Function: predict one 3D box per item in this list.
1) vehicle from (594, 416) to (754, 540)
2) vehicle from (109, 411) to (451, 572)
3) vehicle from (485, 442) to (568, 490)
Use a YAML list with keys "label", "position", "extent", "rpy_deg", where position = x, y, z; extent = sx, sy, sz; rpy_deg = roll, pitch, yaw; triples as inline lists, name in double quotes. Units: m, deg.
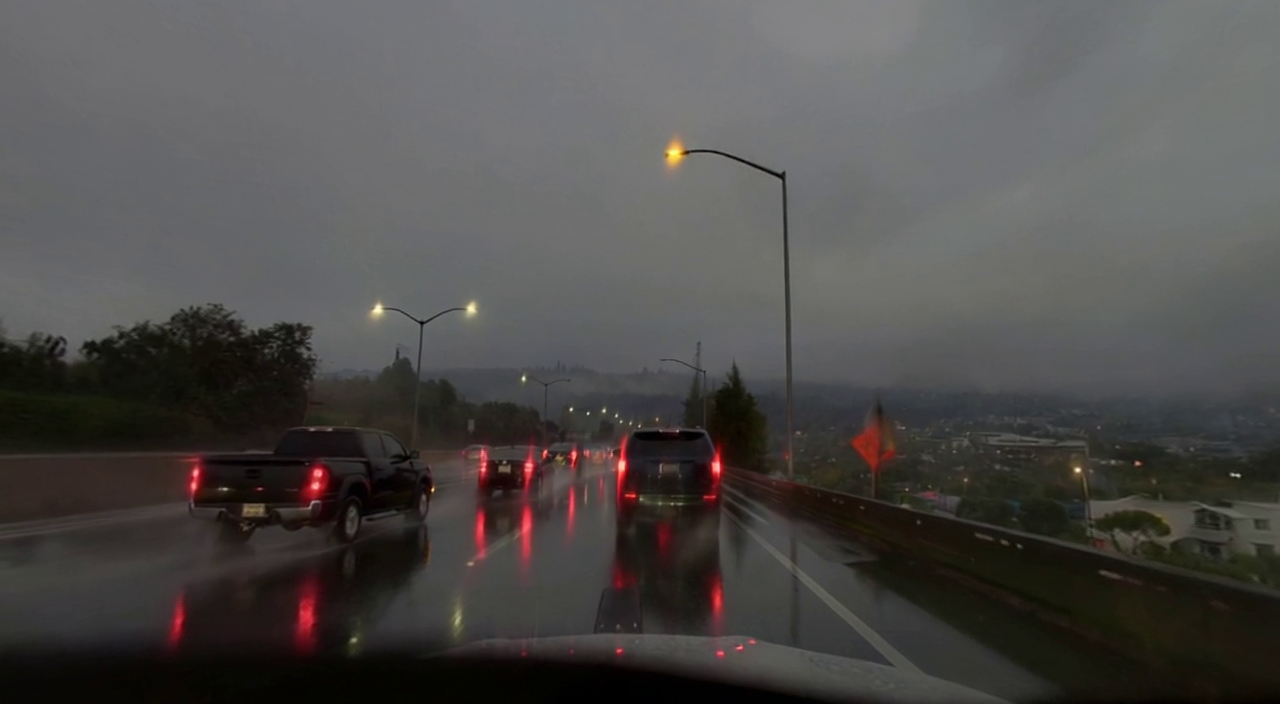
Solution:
- label: "vehicle"
  position: [0.517, 2.109, 11.177]
  extent: [2.235, 1.716, 4.435]
  rpy_deg: [-1, -9, 1]
- label: "vehicle"
  position: [-4.521, 1.819, 8.979]
  extent: [2.076, 1.688, 4.334]
  rpy_deg: [-1, -9, 4]
- label: "vehicle"
  position: [-3.807, 3.903, 21.982]
  extent: [1.868, 1.470, 4.105]
  rpy_deg: [-1, -9, 4]
